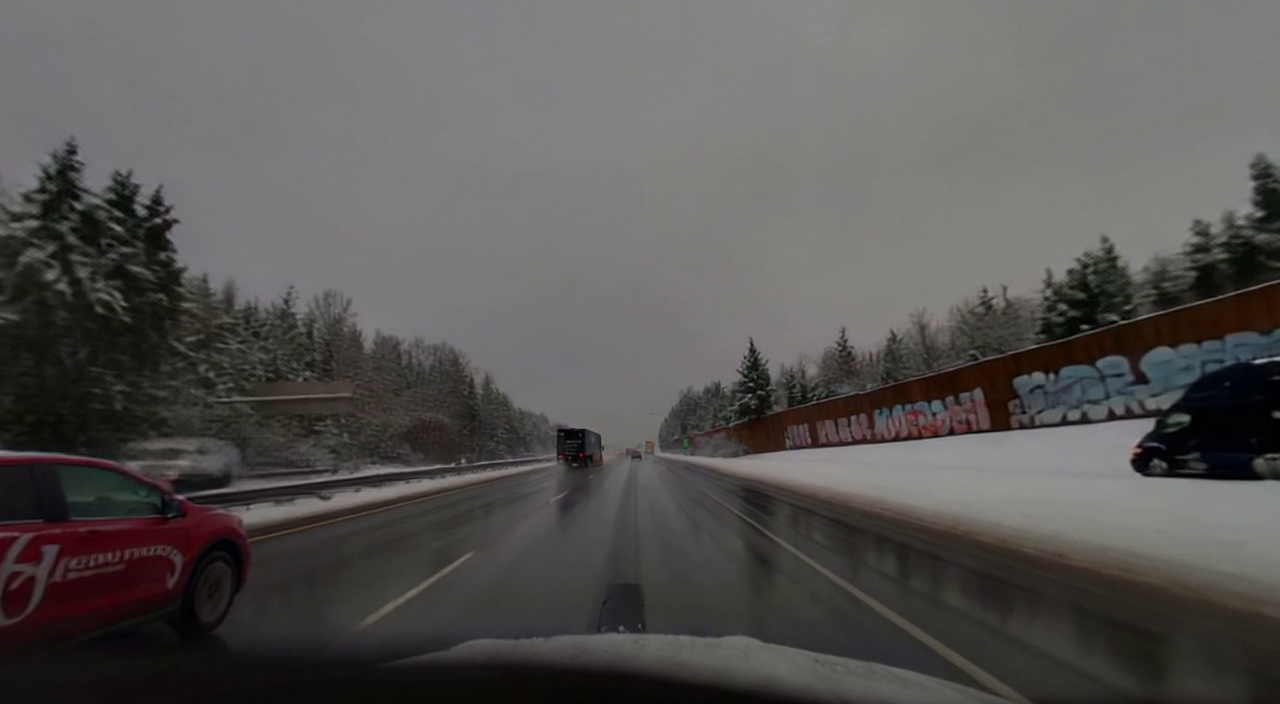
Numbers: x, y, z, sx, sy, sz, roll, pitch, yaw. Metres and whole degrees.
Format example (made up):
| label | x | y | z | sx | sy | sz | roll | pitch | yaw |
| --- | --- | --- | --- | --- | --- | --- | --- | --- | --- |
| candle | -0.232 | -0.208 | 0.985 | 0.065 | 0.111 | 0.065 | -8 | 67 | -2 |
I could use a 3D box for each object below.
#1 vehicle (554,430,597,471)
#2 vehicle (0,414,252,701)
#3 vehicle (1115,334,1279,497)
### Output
| label | x | y | z | sx | sy | sz | roll | pitch | yaw |
| --- | --- | --- | --- | --- | --- | --- | --- | --- | --- |
| vehicle | -4.183 | 6.520 | 41.727 | 2.305 | 2.517 | 5.486 | 0 | -9 | 0 |
| vehicle | -4.352 | 1.046 | 3.077 | 2.024 | 1.476 | 4.466 | 0 | -9 | 1 |
| vehicle | 16.974 | 1.728 | 16.608 | 3.087 | 3.935 | 6.471 | 1 | -9 | -8 |
